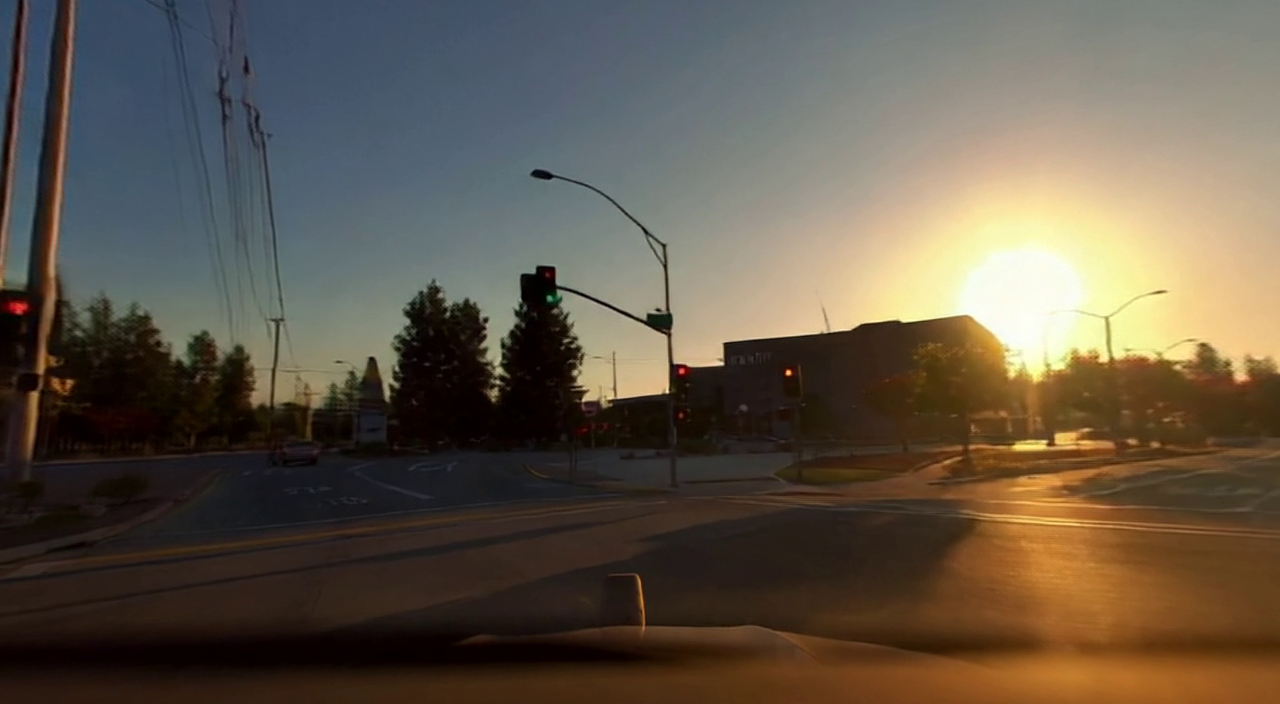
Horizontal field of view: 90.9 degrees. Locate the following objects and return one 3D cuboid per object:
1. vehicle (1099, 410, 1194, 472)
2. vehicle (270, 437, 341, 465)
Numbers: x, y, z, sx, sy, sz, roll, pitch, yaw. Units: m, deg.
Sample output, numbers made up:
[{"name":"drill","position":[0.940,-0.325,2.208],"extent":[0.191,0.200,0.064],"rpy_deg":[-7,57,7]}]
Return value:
[{"name":"vehicle","position":[24.921,4.381,30.916],"extent":[5.997,2.750,2.324],"rpy_deg":[7,-11,-41]},{"name":"vehicle","position":[-25.013,7.392,47.044],"extent":[5.570,1.923,2.336],"rpy_deg":[-6,-11,36]}]
